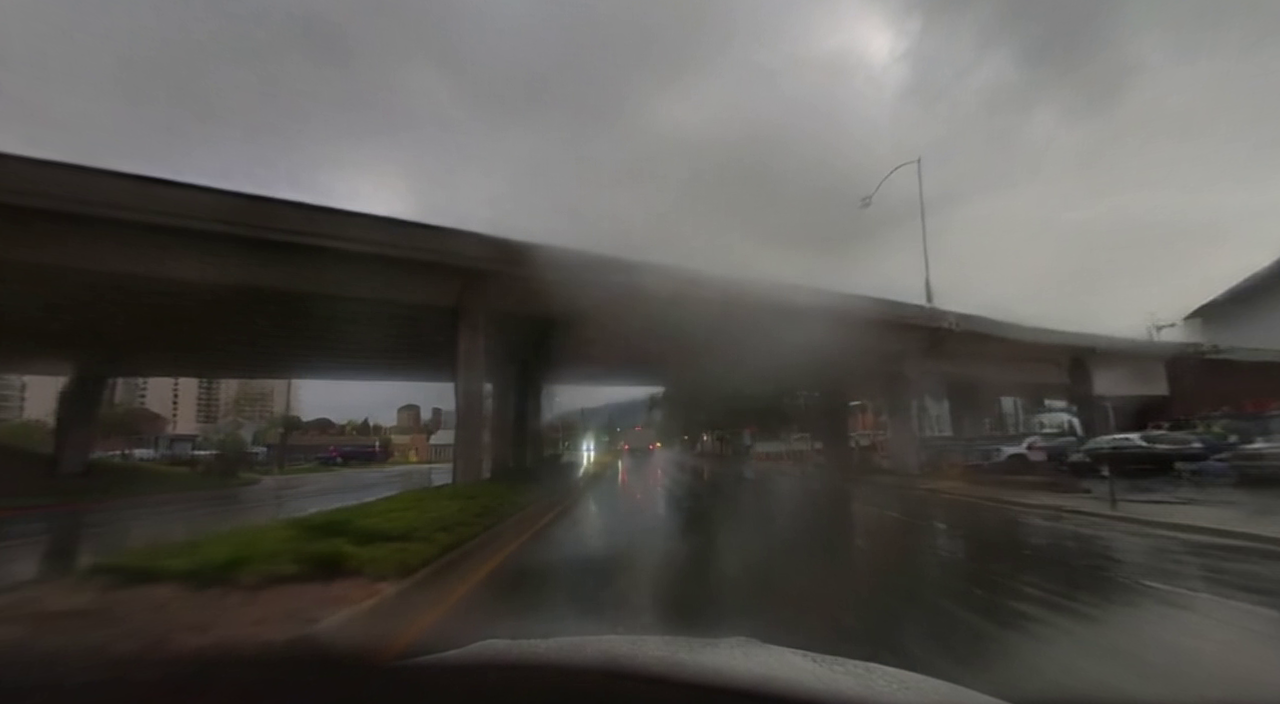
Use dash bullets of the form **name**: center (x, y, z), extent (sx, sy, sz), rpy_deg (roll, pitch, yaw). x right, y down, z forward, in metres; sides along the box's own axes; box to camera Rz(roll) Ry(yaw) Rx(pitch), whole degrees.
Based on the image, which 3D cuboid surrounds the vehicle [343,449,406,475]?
- **vehicle**: center (-19.275, 7.885, 45.631), extent (2.613, 1.746, 6.093), rpy_deg (6, -11, -37)
